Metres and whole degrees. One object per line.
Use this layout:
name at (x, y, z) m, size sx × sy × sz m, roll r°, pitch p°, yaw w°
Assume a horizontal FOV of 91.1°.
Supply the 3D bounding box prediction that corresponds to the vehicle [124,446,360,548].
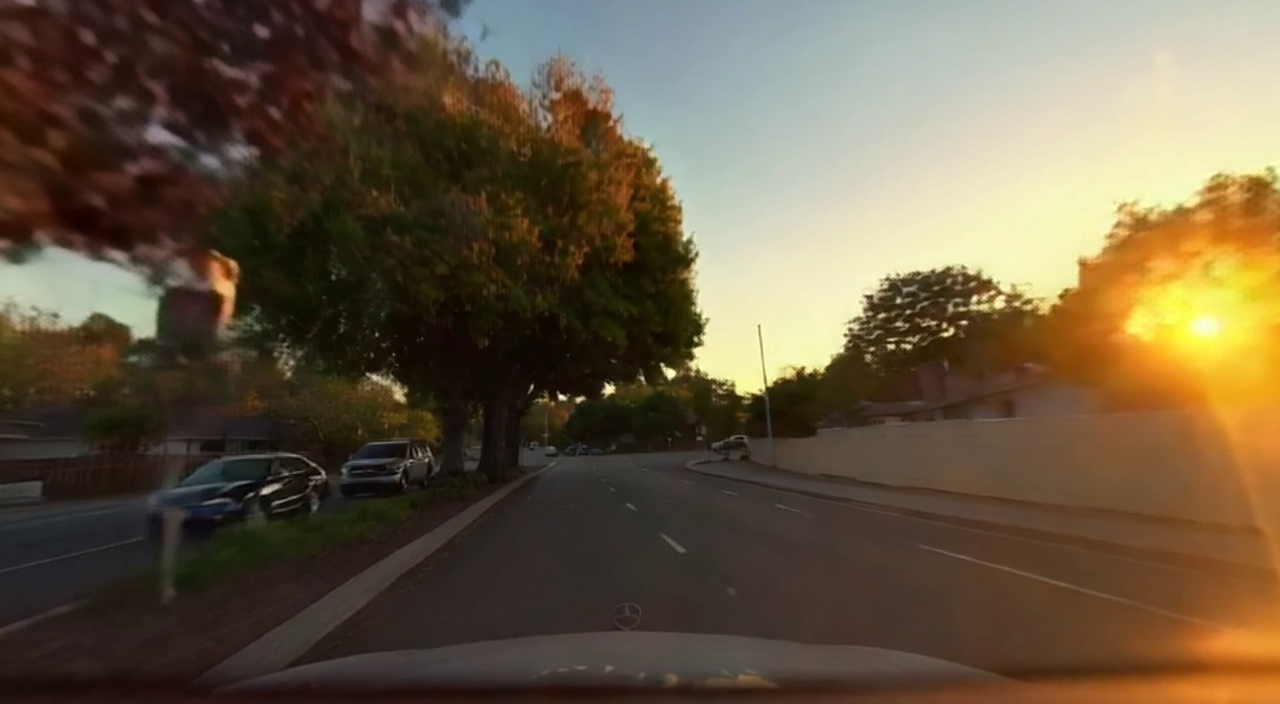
vehicle at (-6.948, 2.500, 11.640) m, size 1.888 × 1.476 × 4.286 m, roll 1°, pitch -8°, yaw -6°

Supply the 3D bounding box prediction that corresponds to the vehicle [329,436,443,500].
vehicle at (-8.095, 3.694, 20.598) m, size 2.196 × 1.809 × 4.857 m, roll 1°, pitch -8°, yaw -6°
